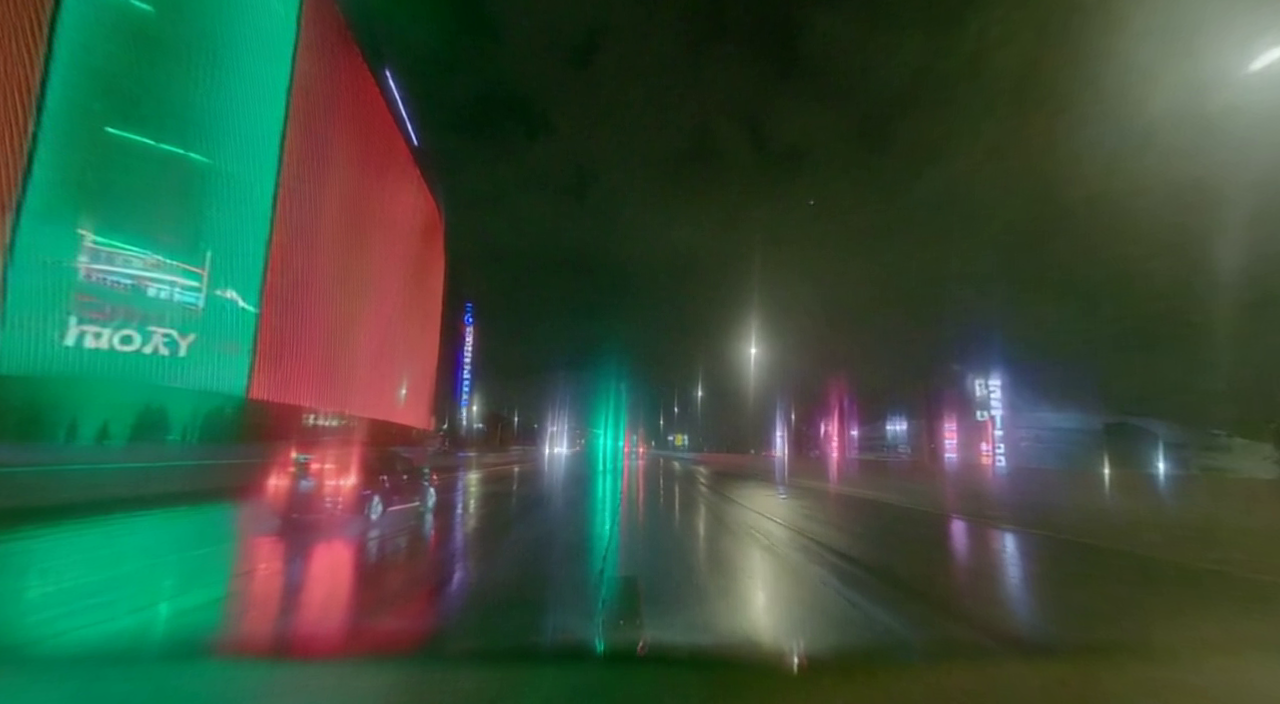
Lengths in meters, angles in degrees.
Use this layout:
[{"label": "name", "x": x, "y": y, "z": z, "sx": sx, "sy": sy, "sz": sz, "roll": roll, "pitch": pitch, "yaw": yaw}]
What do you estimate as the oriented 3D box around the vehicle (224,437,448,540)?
[{"label": "vehicle", "x": -5.180, "y": 2.363, "z": 11.540, "sx": 1.943, "sy": 1.510, "sz": 4.201, "roll": 0, "pitch": -9, "yaw": 1}]
